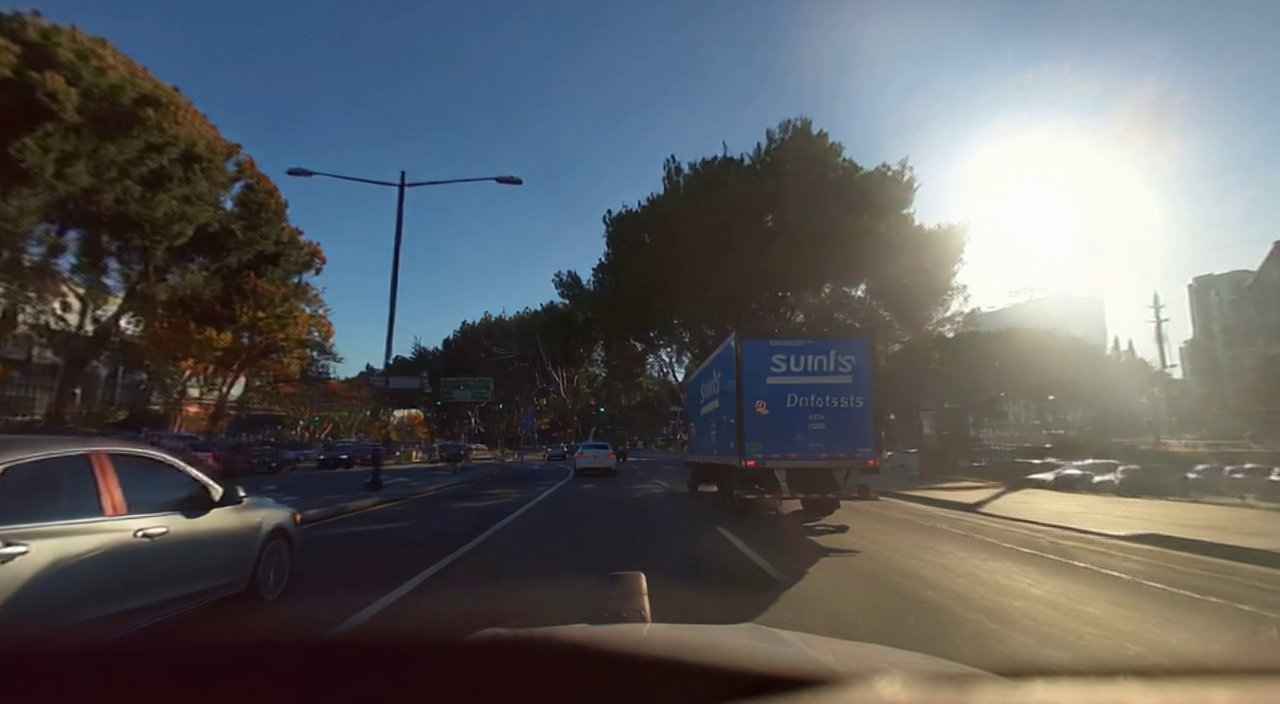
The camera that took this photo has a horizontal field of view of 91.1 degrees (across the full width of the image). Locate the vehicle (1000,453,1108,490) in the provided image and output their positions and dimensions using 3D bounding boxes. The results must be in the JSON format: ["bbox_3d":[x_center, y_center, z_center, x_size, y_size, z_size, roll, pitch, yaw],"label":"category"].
[{"bbox_3d":[19.647,5.606,29.761,4.581,1.612,2.083,4,-9,-25],"label":"vehicle"}]

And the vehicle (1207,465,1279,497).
[{"bbox_3d":[35.042,7.308,35.845,4.494,1.612,2.043,4,-9,-22],"label":"vehicle"}]

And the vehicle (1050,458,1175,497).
[{"bbox_3d":[20.515,5.406,27.270,4.684,1.477,2.079,3,-9,-21],"label":"vehicle"}]

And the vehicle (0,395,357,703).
[{"bbox_3d":[-3.568,1.098,3.621,1.828,1.515,4.422,0,-9,0],"label":"vehicle"}]

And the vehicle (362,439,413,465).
[{"bbox_3d":[-17.797,7.053,44.477,2.004,1.728,4.714,1,-9,-5],"label":"vehicle"}]

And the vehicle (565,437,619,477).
[{"bbox_3d":[-2.438,5.124,30.957,2.388,1.811,4.455,1,-9,-7],"label":"vehicle"}]

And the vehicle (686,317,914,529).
[{"bbox_3d":[3.050,1.813,15.075,2.905,3.644,8.441,0,-9,-2],"label":"vehicle"}]
